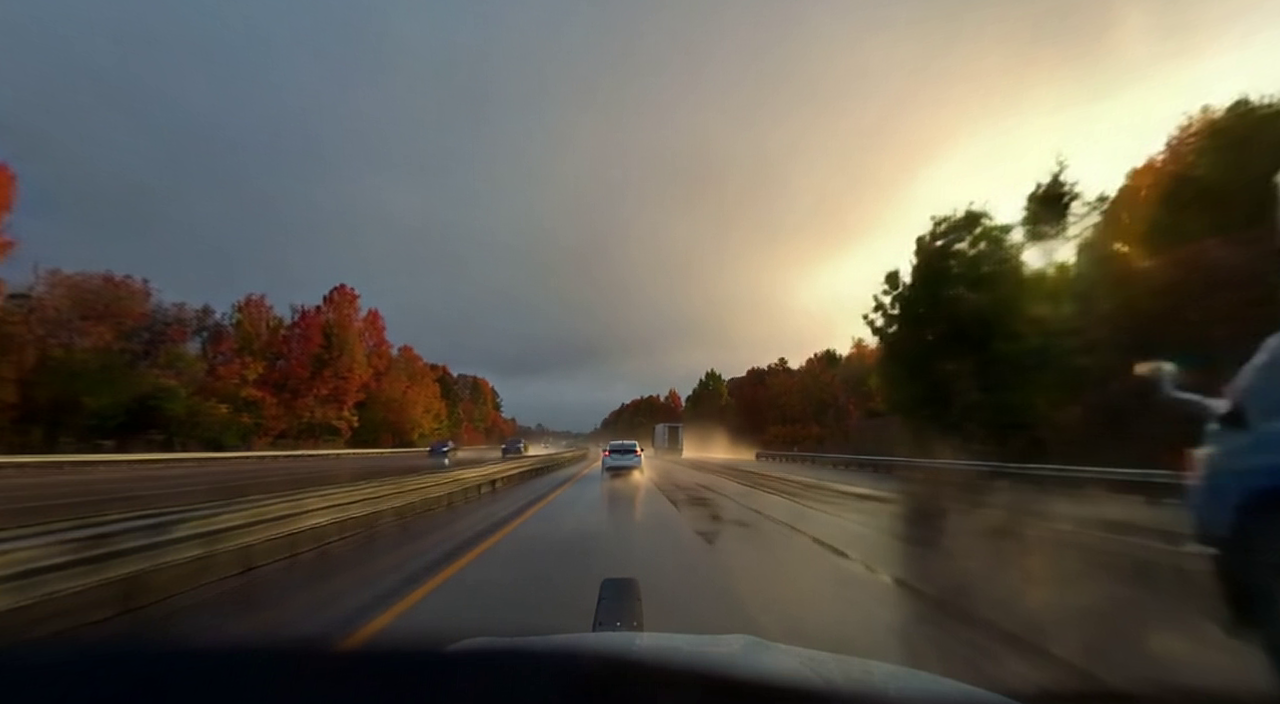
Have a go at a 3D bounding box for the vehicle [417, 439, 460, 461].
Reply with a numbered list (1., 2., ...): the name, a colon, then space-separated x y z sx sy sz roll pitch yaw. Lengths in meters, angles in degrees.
1. vehicle: -14.489 7.055 45.228 1.847 1.502 3.929 0 -9 -1

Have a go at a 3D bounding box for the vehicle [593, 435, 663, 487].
1. vehicle: -0.397 3.590 20.861 2.099 1.506 4.097 0 -9 -1
